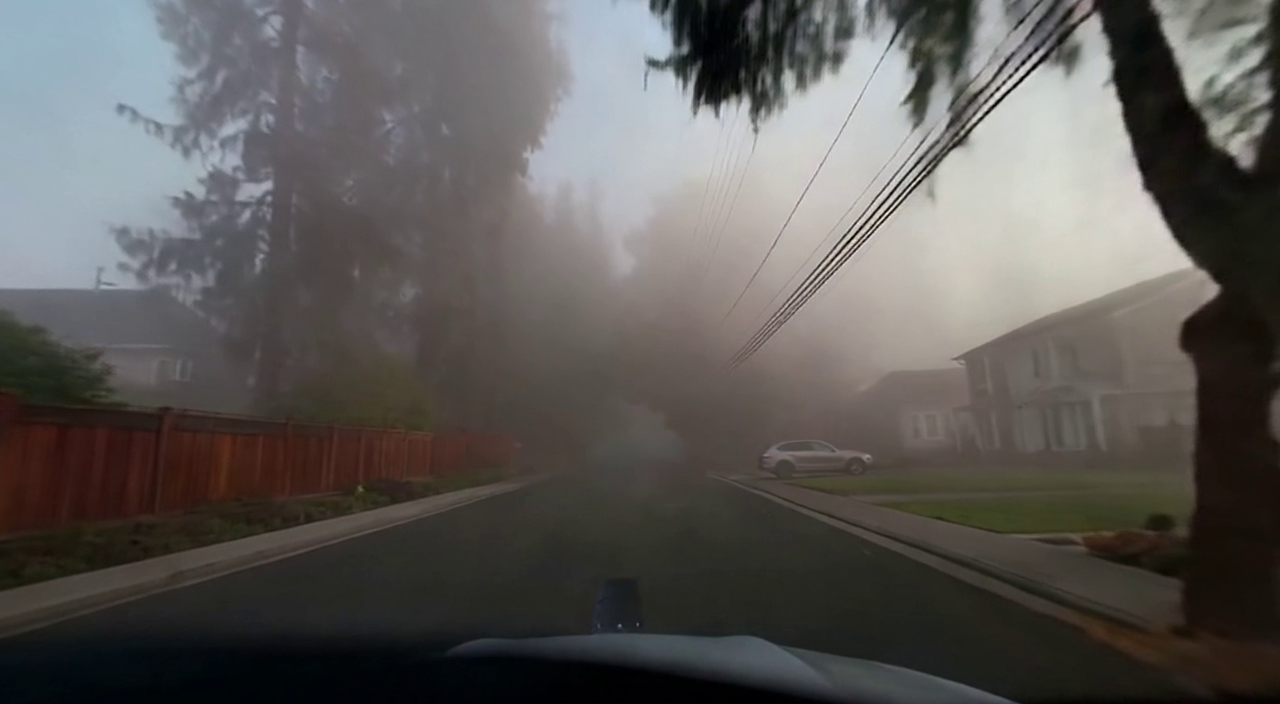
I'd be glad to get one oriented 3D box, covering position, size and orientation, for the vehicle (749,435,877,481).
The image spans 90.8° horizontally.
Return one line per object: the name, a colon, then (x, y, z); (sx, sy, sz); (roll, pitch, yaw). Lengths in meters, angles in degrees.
vehicle: (7.202, 4.447, 26.689); (4.806, 1.851, 2.050); (0, -9, 2)
